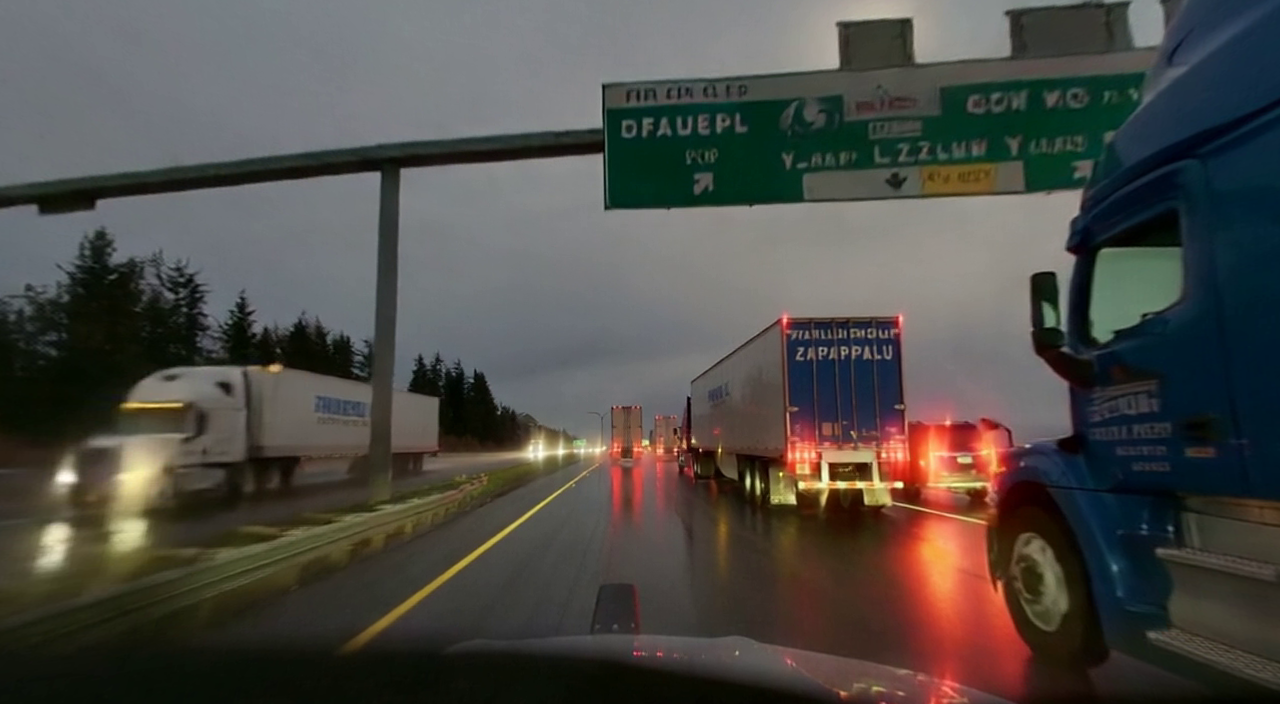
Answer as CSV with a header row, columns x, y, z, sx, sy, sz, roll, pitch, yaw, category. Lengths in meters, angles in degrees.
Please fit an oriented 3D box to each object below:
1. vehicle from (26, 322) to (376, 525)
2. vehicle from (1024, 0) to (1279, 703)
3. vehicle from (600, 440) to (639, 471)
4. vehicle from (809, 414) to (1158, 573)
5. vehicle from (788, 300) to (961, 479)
x,y,z,sx,sy,sz,roll,pitch,yaw,category
-12.650,2.472,20.702,2.972,4.669,12.286,0,-8,-2,vehicle
4.017,-0.285,0.838,2.951,3.857,5.902,0,-8,-2,vehicle
-1.051,5.362,32.850,1.943,1.491,3.459,0,-8,-1,vehicle
4.515,1.654,8.197,4.253,1.543,2.045,4,-9,-32,vehicle
4.217,0.751,11.743,2.244,3.047,2.035,0,-8,-2,vehicle
